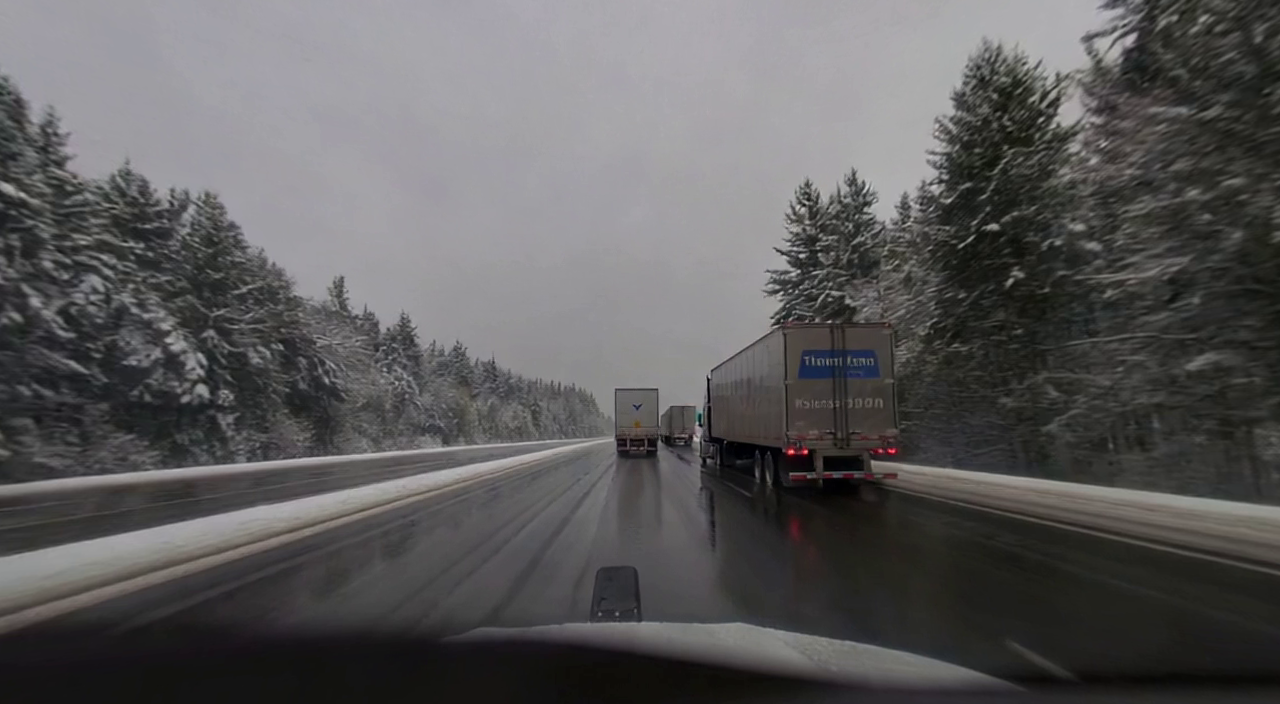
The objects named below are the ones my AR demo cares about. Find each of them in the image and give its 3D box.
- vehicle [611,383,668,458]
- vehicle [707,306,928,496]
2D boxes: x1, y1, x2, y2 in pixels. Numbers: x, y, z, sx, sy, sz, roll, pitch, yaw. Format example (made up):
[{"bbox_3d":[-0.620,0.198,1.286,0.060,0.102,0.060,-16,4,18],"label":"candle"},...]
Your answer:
[{"bbox_3d":[-0.114,4.227,37.908,2.958,3.917,10.196,0,-8,-1],"label":"vehicle"},{"bbox_3d":[4.615,1.991,20.976,2.856,4.145,14.500,0,-8,-1],"label":"vehicle"}]
